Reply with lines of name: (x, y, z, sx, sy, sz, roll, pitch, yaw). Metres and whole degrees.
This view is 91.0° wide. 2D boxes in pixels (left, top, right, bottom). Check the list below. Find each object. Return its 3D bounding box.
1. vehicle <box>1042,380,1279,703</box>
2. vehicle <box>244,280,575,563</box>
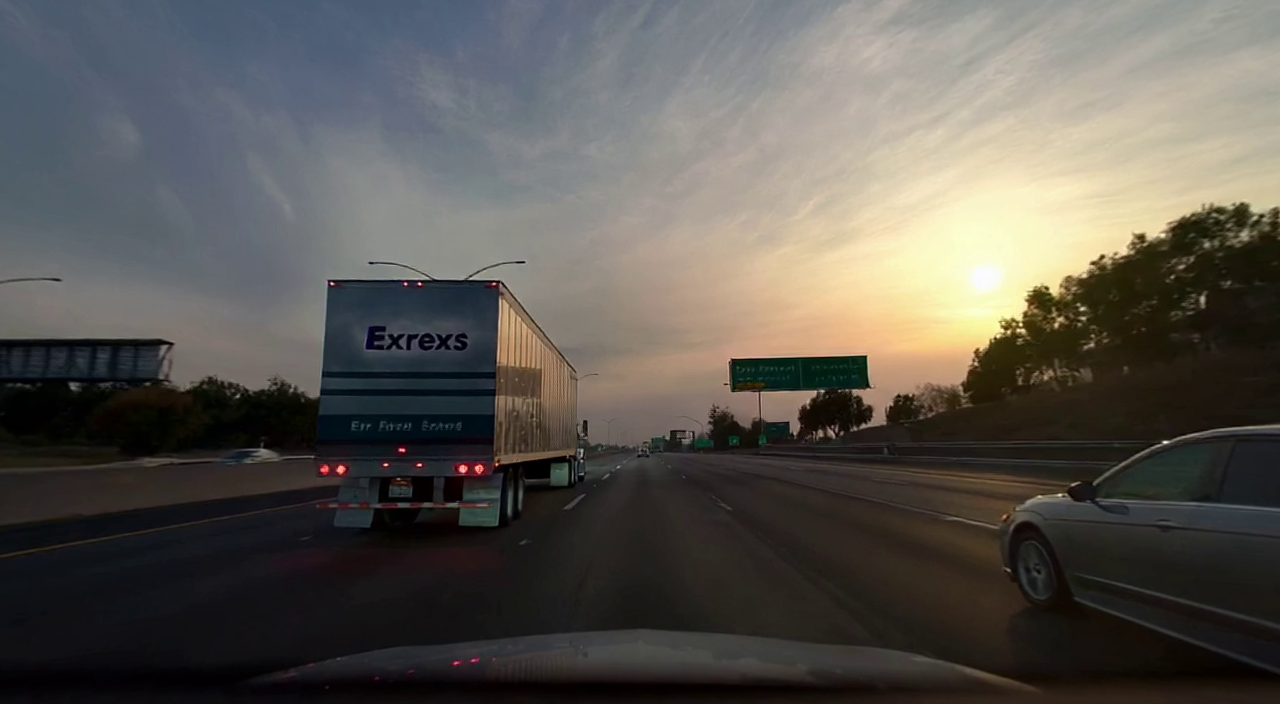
vehicle: (3.768, 0.789, 1.931, 2.044, 1.558, 4.577, 0, -9, 0)
vehicle: (-3.198, 1.431, 11.882, 2.922, 3.458, 8.360, 0, -9, 1)
